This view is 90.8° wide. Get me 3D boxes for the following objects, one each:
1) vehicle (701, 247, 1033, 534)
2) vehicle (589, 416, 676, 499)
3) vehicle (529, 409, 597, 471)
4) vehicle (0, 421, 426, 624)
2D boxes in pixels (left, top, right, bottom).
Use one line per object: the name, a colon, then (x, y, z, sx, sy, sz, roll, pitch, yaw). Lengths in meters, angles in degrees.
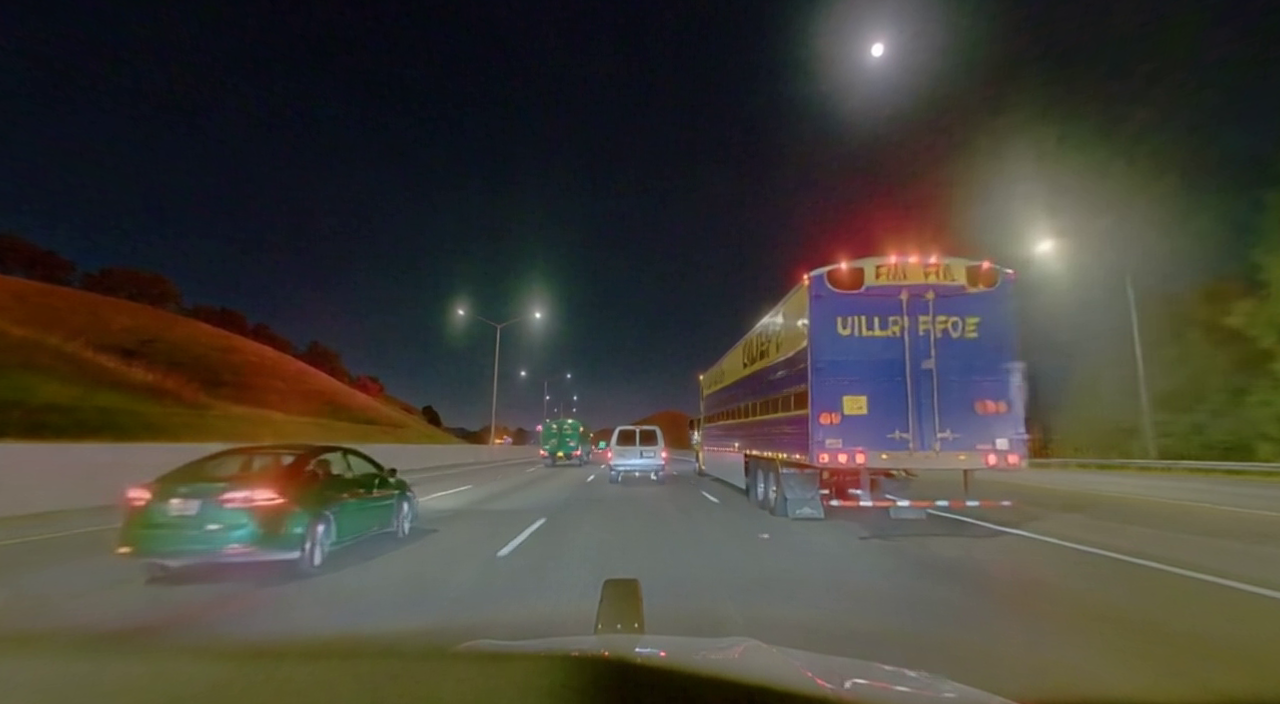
vehicle: (3.809, 1.441, 15.598, 3.006, 4.101, 13.245, 0, -8, -1)
vehicle: (-0.256, 2.804, 17.145, 2.037, 1.929, 4.343, 0, -8, -2)
vehicle: (-4.088, 4.938, 35.235, 2.947, 3.009, 7.991, 0, -8, -1)
vehicle: (-4.054, 1.549, 6.734, 2.039, 1.453, 4.197, 0, -8, 0)
